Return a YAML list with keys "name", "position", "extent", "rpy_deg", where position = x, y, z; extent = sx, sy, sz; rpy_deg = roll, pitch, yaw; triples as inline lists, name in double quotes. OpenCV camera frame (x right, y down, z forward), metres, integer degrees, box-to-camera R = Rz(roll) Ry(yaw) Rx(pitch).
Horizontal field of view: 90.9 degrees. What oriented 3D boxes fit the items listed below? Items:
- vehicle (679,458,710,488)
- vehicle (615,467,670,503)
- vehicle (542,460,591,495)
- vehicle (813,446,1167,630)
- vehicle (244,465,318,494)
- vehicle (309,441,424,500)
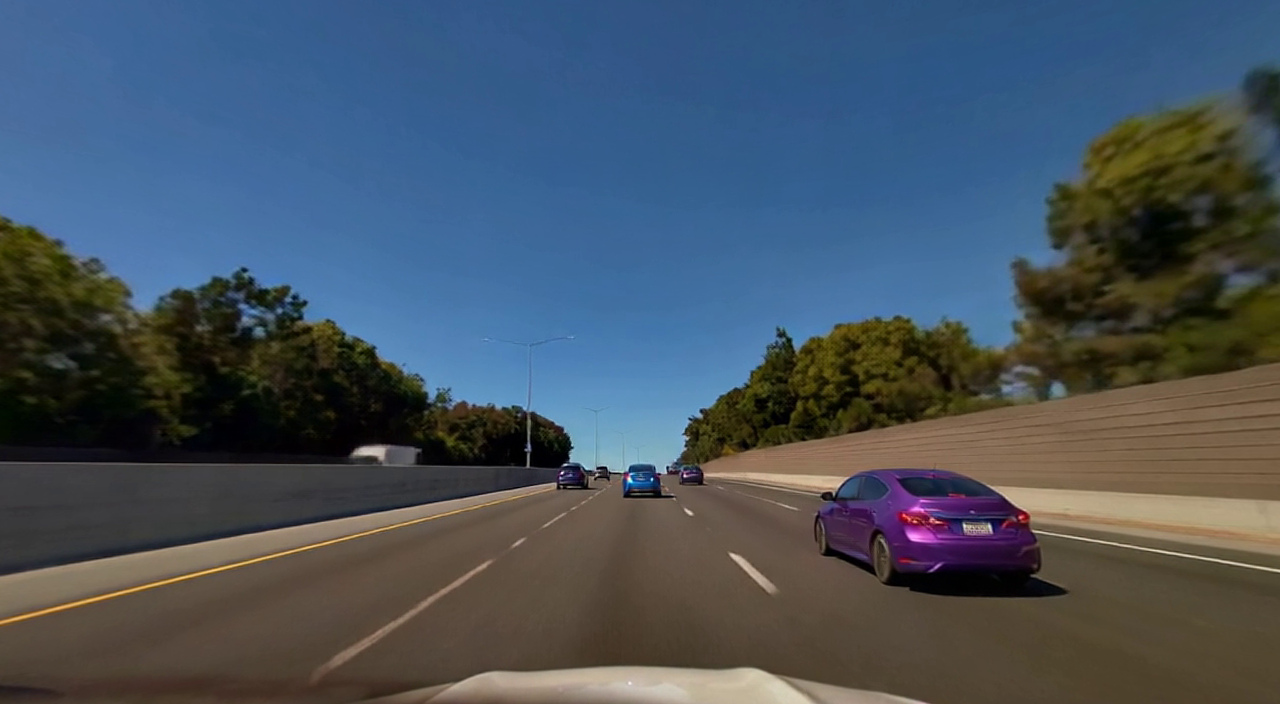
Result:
- name: "vehicle"
  position: [4.203, 9.429, 49.300]
  extent: [2.030, 2.172, 3.621]
  rpy_deg: [1, -10, -2]
- name: "vehicle"
  position: [0.115, 5.718, 27.370]
  extent: [2.241, 1.425, 3.973]
  rpy_deg: [1, -10, 0]
- name: "vehicle"
  position: [-3.873, 6.737, 33.916]
  extent: [2.021, 1.706, 4.247]
  rpy_deg: [0, -10, 1]
- name: "vehicle"
  position: [3.591, 1.980, 7.466]
  extent: [1.938, 1.561, 3.786]
  rpy_deg: [1, -10, -1]
- name: "vehicle"
  position: [-23.614, 8.412, 41.681]
  extent: [2.026, 1.765, 4.751]
  rpy_deg: [1, -10, 1]
- name: "vehicle"
  position: [-11.789, 5.202, 27.784]
  extent: [2.405, 2.304, 5.694]
  rpy_deg: [1, -10, 0]
